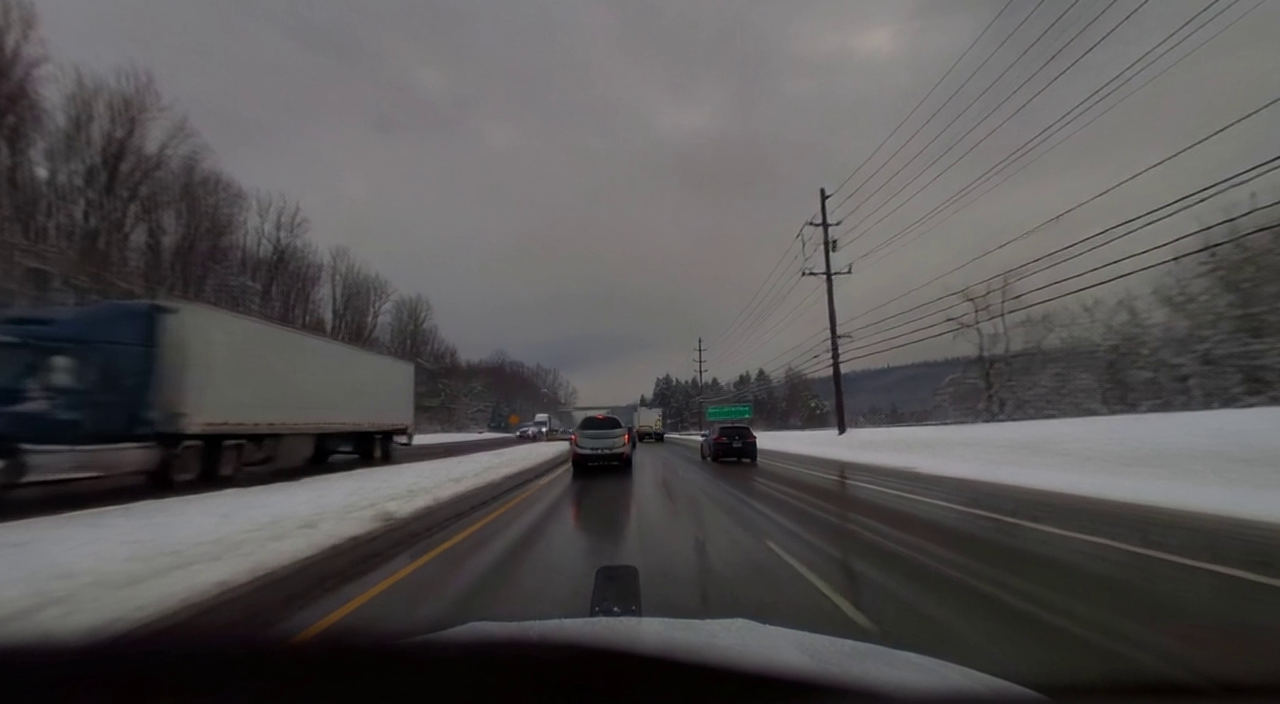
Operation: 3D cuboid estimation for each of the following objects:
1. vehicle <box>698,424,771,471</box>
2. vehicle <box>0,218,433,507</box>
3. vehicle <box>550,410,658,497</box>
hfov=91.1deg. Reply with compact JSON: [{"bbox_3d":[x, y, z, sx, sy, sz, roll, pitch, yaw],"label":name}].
[{"bbox_3d":[3.431,3.539,23.550,2.062,1.581,3.914,0,-8,-1],"label":"vehicle"},{"bbox_3d":[-8.929,1.019,15.713,2.975,4.091,13.887,0,-8,-1],"label":"vehicle"},{"bbox_3d":[-0.740,2.276,14.521,2.134,1.710,4.049,0,-7,-1],"label":"vehicle"}]
